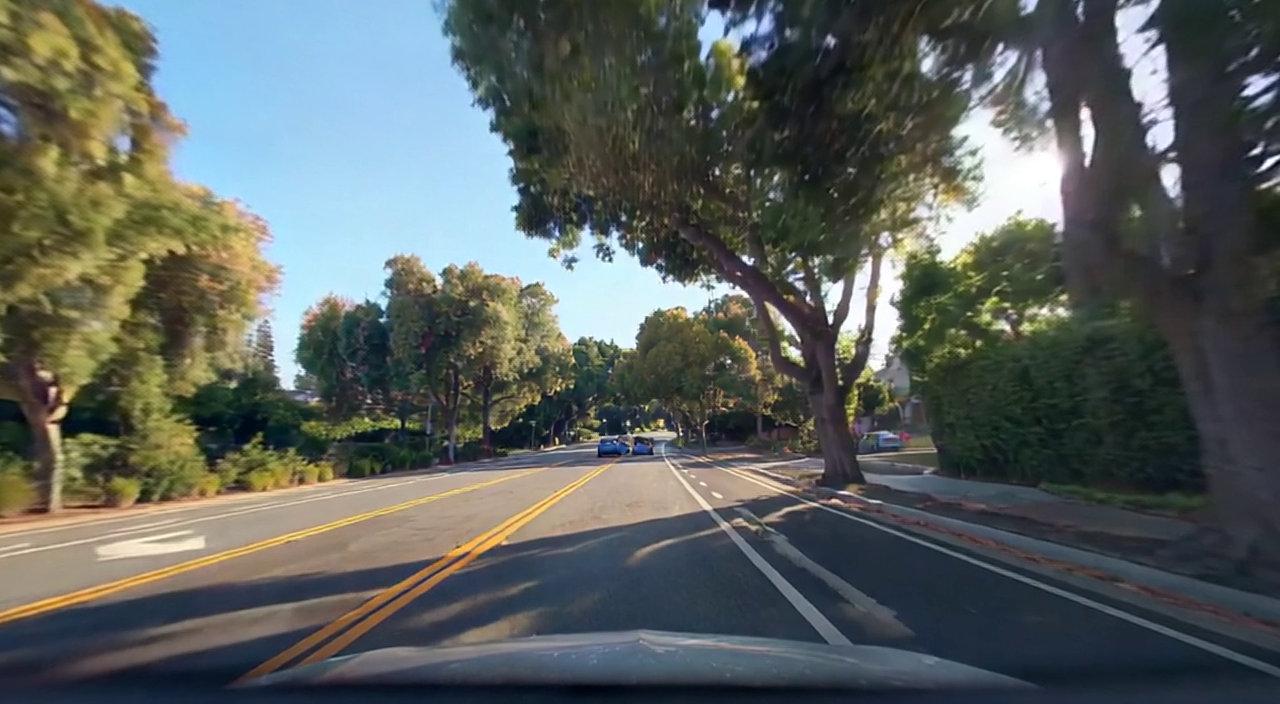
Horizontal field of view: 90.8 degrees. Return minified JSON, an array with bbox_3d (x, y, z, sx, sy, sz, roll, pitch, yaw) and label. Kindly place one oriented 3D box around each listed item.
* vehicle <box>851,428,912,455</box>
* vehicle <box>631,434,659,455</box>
[{"bbox_3d":[13.938,5.188,36.736,1.762,1.479,4.546,0,-8,1],"label":"vehicle"},{"bbox_3d":[0.420,7.018,47.759,2.067,1.486,3.861,0,-9,1],"label":"vehicle"}]
